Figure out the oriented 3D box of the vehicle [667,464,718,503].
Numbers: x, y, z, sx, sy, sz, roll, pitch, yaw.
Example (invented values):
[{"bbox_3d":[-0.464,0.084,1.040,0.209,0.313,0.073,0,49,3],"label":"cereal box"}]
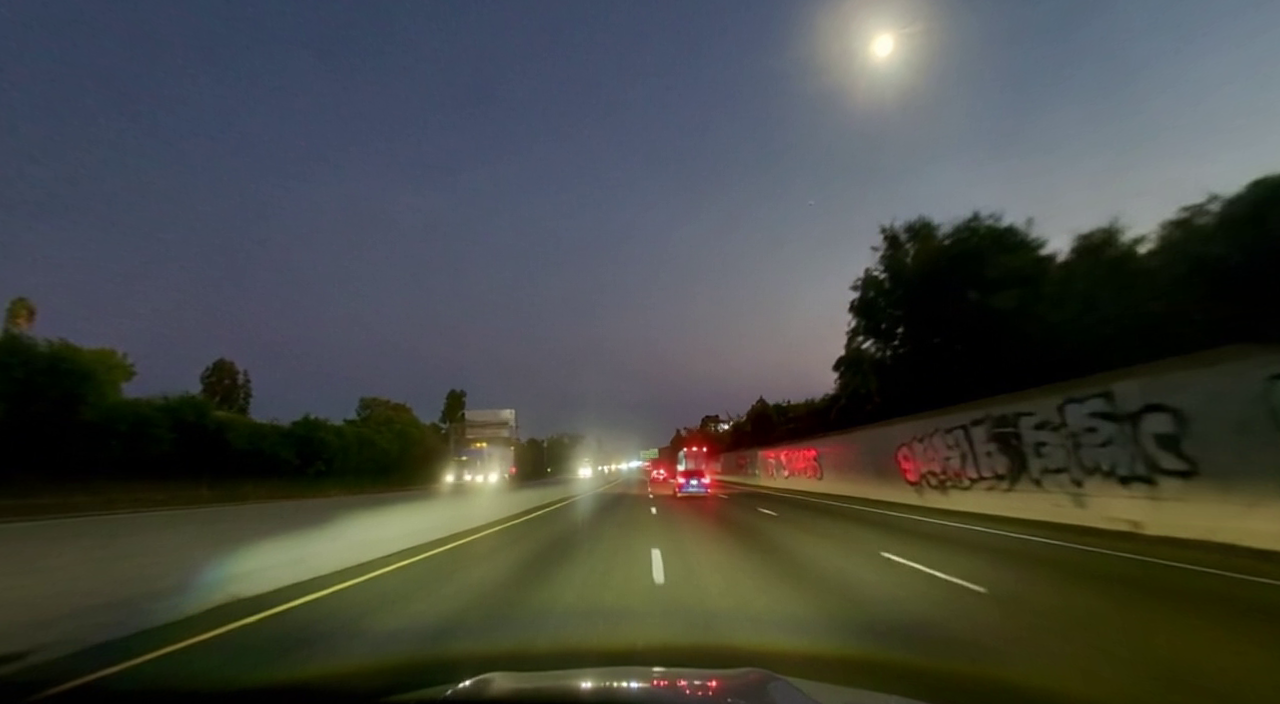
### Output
[{"bbox_3d":[2.302,5.865,28.373,2.011,1.574,3.512,2,-10,1],"label":"vehicle"}]
